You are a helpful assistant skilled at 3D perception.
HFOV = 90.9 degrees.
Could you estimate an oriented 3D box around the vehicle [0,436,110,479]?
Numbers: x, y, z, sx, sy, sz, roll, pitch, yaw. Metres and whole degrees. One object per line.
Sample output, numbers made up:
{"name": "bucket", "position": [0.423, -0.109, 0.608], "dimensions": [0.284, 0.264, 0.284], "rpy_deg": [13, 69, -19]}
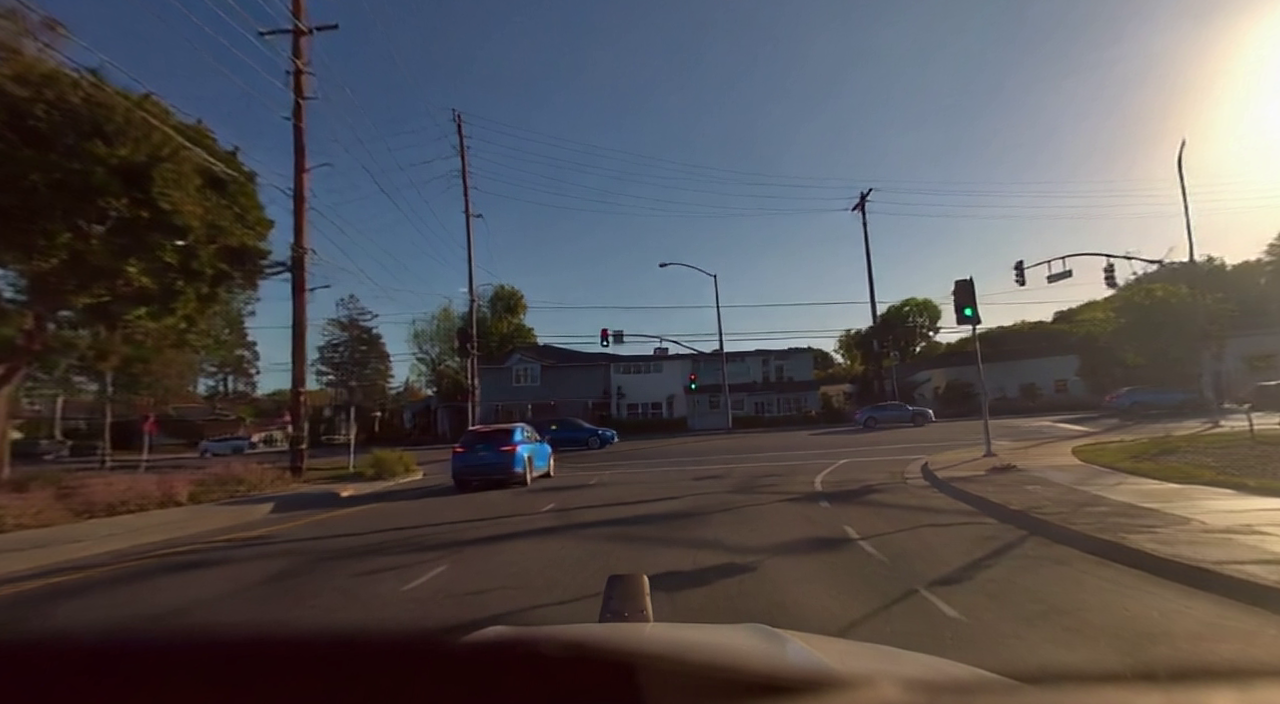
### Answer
{"name": "vehicle", "position": [-30.393, 5.379, 32.238], "dimensions": [4.928, 1.843, 2.055], "rpy_deg": [-3, -4, 5]}

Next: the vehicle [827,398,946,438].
{"name": "vehicle", "position": [11.083, 3.023, 28.659], "dimensions": [4.636, 1.668, 1.935], "rpy_deg": [-1, -9, 7]}

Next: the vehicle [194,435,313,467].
{"name": "vehicle", "position": [-19.056, 4.899, 31.218], "dimensions": [4.610, 1.476, 2.021], "rpy_deg": [-1, -9, 5]}

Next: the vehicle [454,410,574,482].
{"name": "vehicle", "position": [-3.305, 2.631, 17.603], "dimensions": [1.928, 1.726, 4.704], "rpy_deg": [-1, -9, 6]}

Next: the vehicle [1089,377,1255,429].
{"name": "vehicle", "position": [22.841, 2.272, 27.272], "dimensions": [4.950, 2.022, 2.221], "rpy_deg": [-1, -9, 5]}
